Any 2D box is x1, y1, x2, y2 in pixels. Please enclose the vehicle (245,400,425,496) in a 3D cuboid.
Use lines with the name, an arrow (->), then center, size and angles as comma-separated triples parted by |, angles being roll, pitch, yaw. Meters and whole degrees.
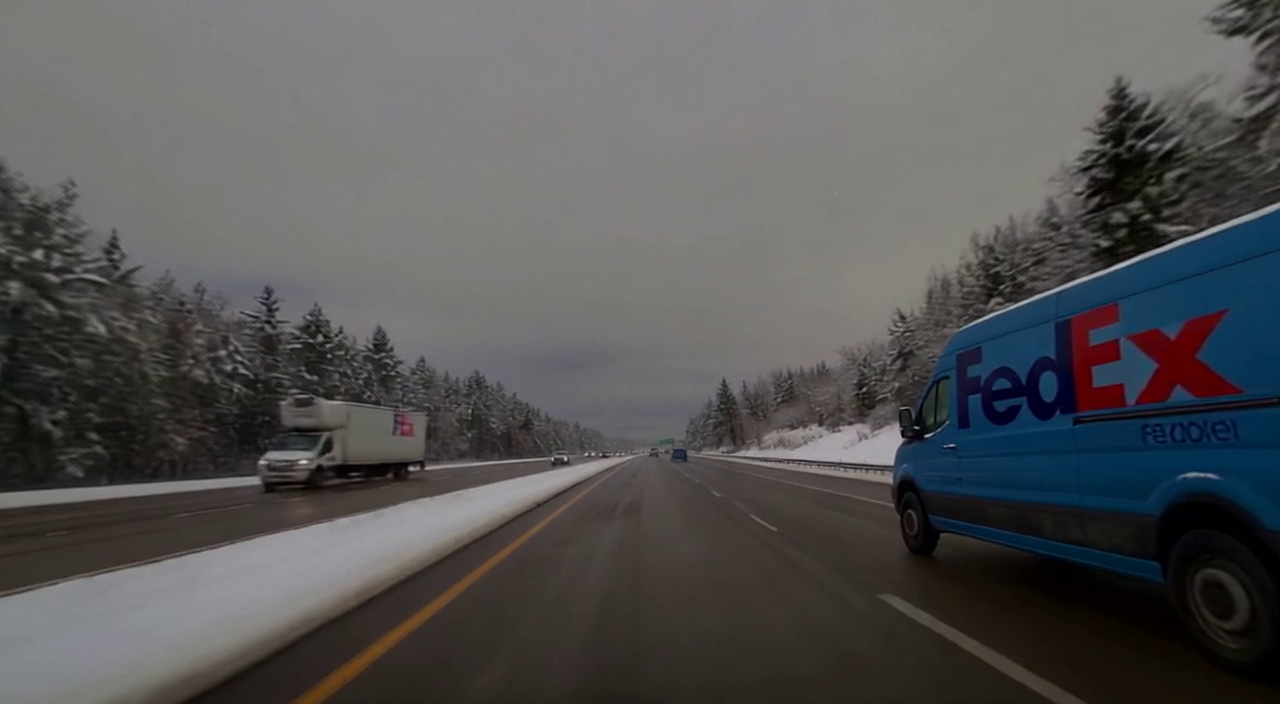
vehicle -> -12.905, 4.299, 28.179 | 2.932, 3.483, 9.890 | 0, -9, 1

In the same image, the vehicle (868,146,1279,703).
vehicle -> 3.906, 0.666, 4.053 | 2.522, 2.556, 6.180 | 0, -9, 0
